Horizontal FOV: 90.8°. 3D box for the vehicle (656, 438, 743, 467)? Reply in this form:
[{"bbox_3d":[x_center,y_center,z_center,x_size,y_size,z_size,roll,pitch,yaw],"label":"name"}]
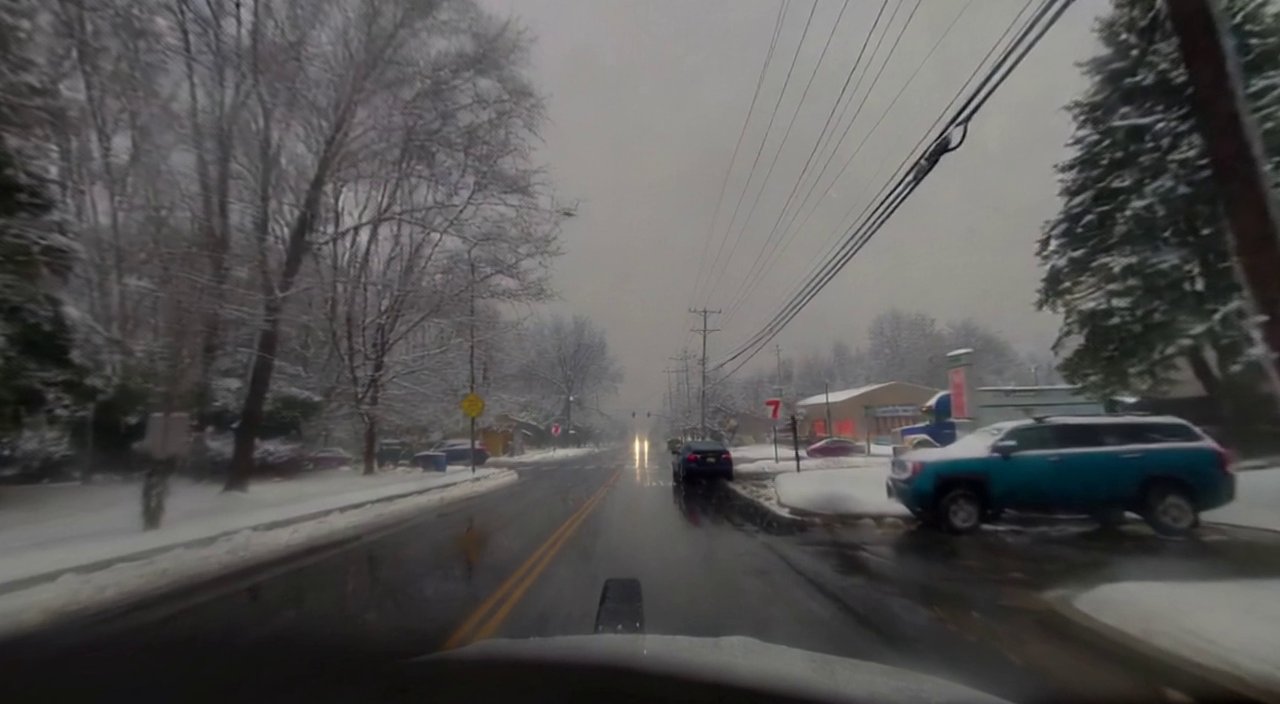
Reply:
[{"bbox_3d":[3.965,6.842,43.103,2.553,1.868,5.536,8,-12,-43],"label":"vehicle"}]

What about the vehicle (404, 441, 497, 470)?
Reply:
[{"bbox_3d":[-13.123,7.217,44.141,5.866,1.904,2.197,1,-9,-6],"label":"vehicle"}]

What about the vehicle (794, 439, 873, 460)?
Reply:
[{"bbox_3d":[13.394,6.821,44.028,4.872,1.400,1.955,-1,-9,4],"label":"vehicle"}]

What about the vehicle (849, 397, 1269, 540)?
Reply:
[{"bbox_3d":[6.014,1.751,9.825,4.814,1.872,2.220,-1,-9,7],"label":"vehicle"}]
